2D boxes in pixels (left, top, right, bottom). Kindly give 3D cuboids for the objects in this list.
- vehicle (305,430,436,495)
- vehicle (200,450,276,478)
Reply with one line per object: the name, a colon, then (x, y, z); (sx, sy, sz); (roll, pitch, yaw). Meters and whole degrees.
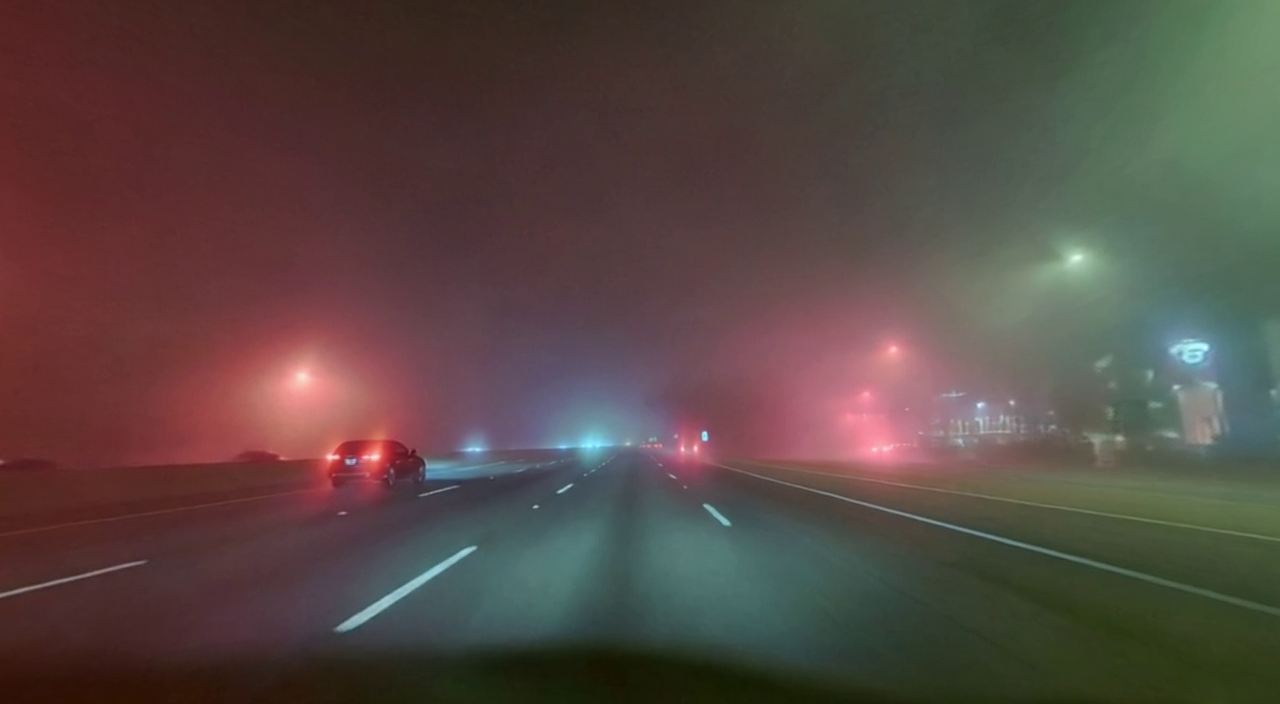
vehicle: (-7.976, 3.301, 19.254); (2.089, 1.724, 4.327); (0, -8, -1)
vehicle: (-25.937, 7.204, 40.997); (1.871, 1.556, 4.664); (0, -8, -1)
